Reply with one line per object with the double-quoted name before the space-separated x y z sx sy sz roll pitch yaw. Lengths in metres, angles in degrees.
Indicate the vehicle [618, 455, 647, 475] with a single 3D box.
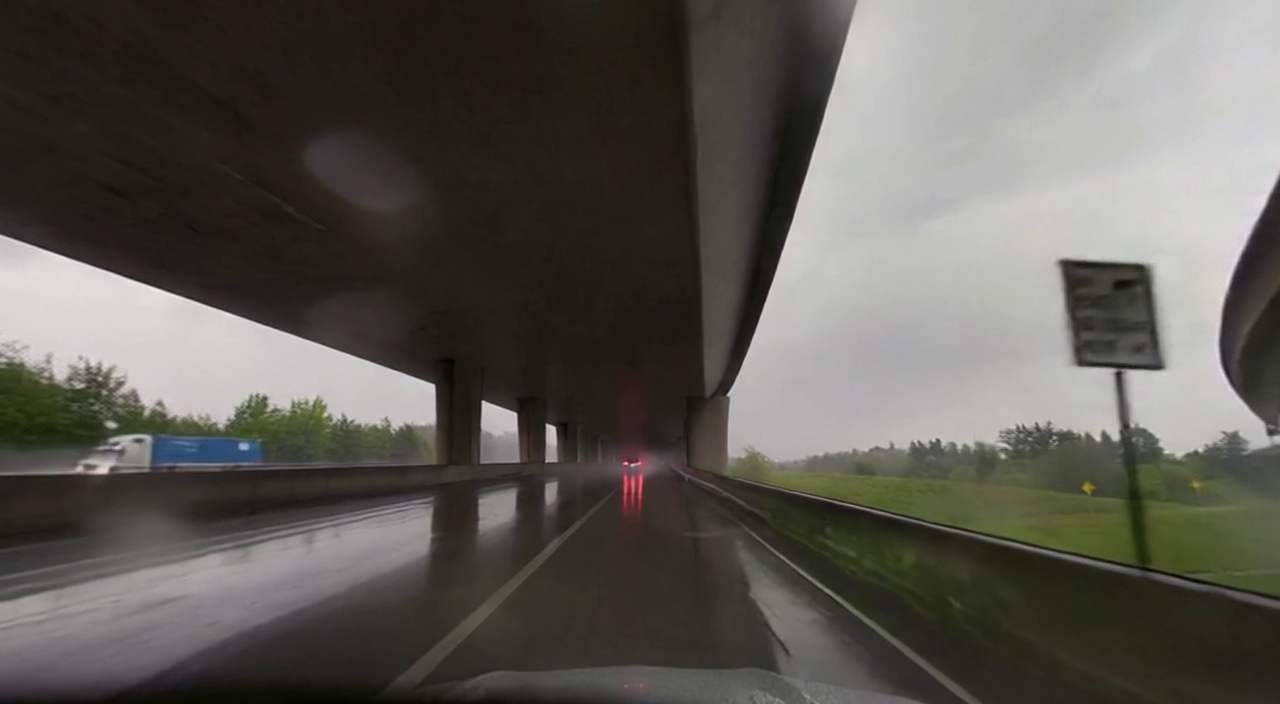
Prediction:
"vehicle" -0.547 8.756 48.923 1.940 1.444 4.024 -1 -9 3
